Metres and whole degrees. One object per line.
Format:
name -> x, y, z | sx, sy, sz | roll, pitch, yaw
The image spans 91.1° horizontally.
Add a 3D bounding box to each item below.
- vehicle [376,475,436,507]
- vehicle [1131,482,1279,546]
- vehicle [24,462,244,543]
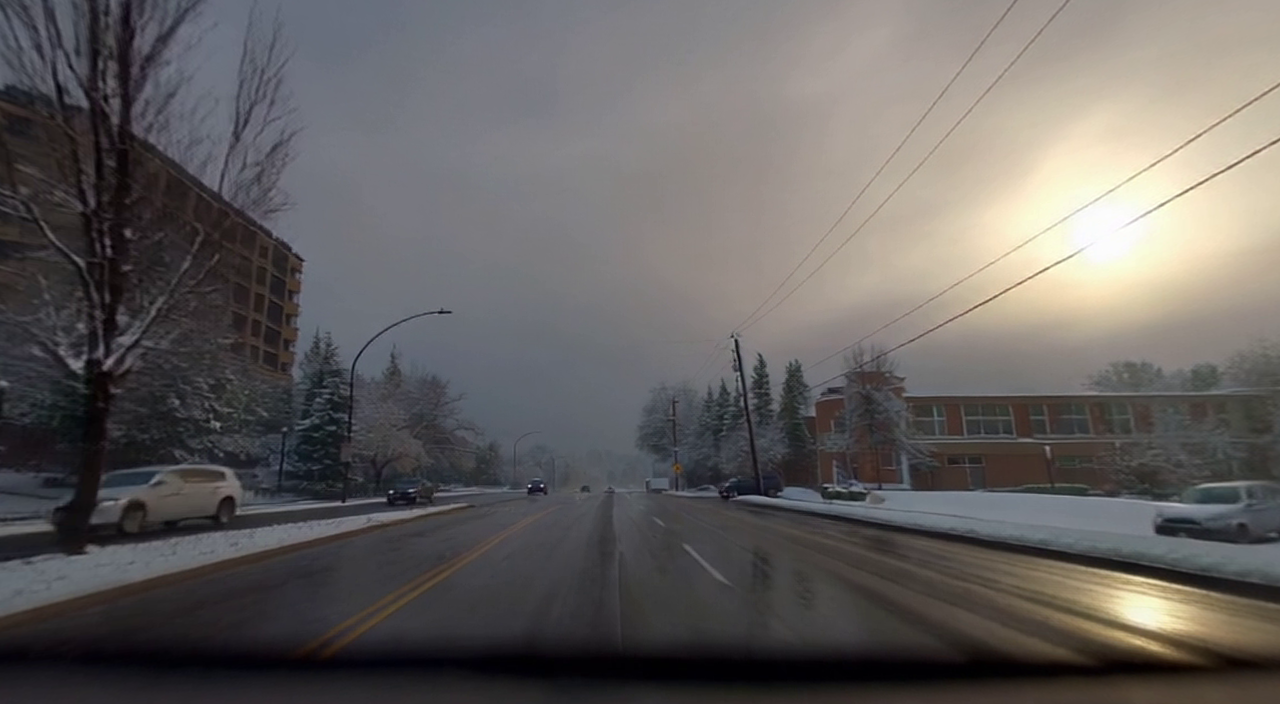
vehicle -> -13.749, 8.170, 37.132 | 1.941, 1.511, 4.348 | 0, -8, -2
vehicle -> 16.145, 4.337, 16.940 | 4.030, 1.483, 1.859 | -3, -15, -1
vehicle -> -12.414, 3.661, 15.878 | 2.060, 1.618, 4.203 | 0, -8, -1
